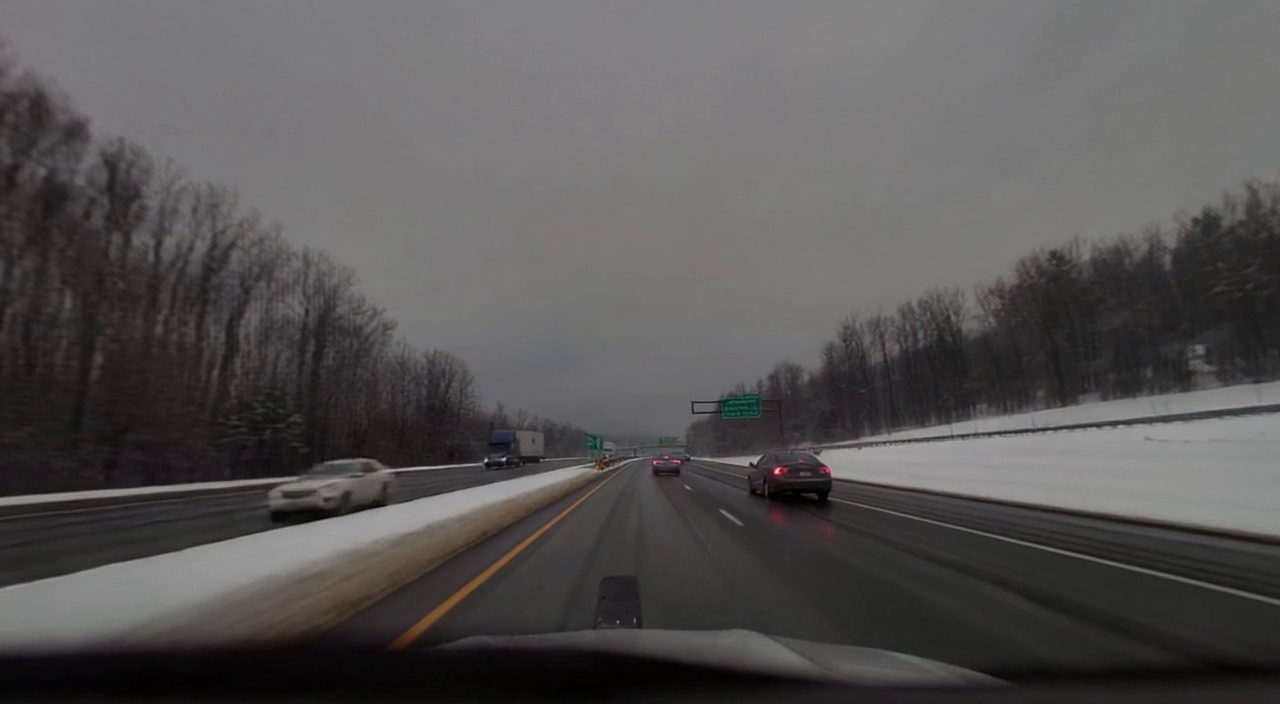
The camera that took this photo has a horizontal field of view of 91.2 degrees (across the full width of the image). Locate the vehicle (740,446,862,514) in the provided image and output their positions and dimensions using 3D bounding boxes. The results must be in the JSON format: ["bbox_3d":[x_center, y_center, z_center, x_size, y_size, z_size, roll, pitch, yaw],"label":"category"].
[{"bbox_3d":[4.093,3.321,16.774,2.119,1.557,4.163,0,-9,0],"label":"vehicle"}]

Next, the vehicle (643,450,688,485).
[{"bbox_3d":[1.199,5.668,31.101,2.070,1.546,4.648,0,-9,1],"label":"vehicle"}]

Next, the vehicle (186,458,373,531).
[{"bbox_3d":[-8.911,3.519,16.101,1.991,1.505,4.657,0,-9,0],"label":"vehicle"}]
